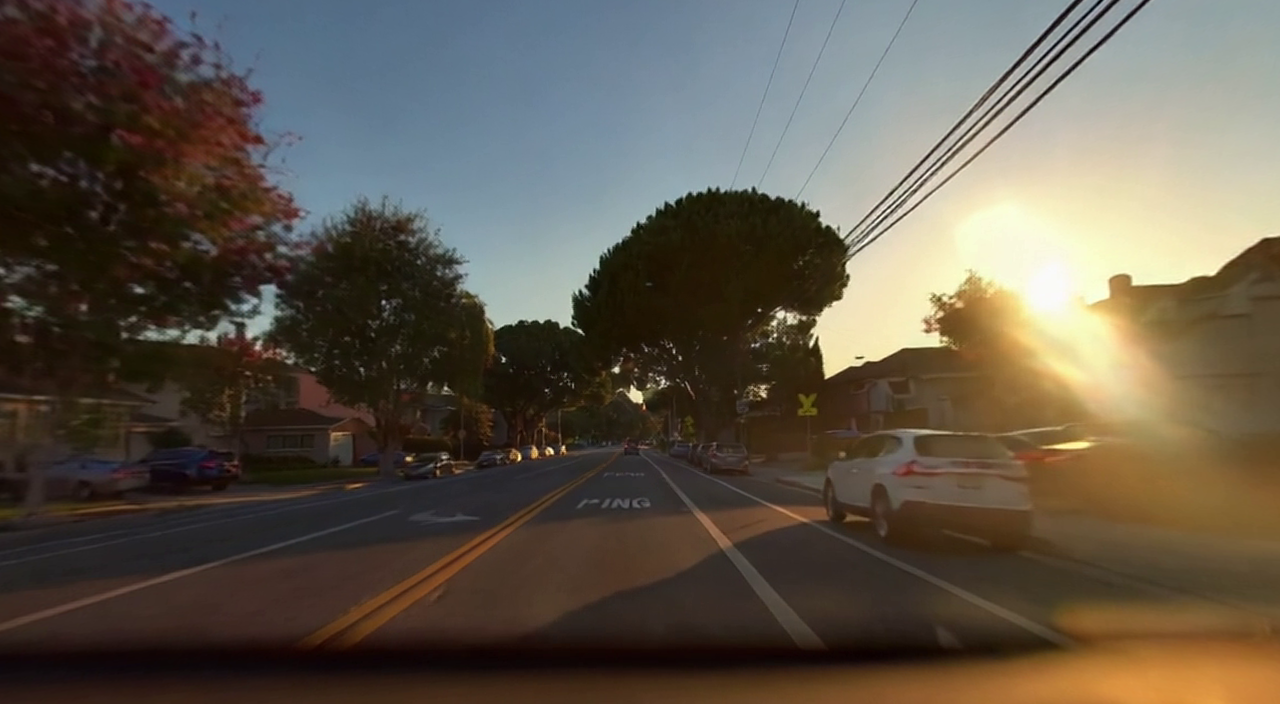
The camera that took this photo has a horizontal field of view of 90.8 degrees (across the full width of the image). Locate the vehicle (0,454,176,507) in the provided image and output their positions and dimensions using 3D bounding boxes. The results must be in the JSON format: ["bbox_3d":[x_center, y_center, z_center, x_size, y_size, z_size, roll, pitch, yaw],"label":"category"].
[{"bbox_3d":[-17.935,3.992,19.798,5.211,1.482,1.948,0,-9,0],"label":"vehicle"}]

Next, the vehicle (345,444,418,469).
[{"bbox_3d":[-18.162,7.345,44.481,4.310,1.705,1.905,-1,-9,3],"label":"vehicle"}]

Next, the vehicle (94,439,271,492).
[{"bbox_3d":[-17.792,4.387,24.675,5.764,1.898,2.201,-2,-9,12],"label":"vehicle"}]

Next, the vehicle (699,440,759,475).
[{"bbox_3d":[4.142,5.018,30.257,1.920,1.541,4.709,0,-9,-4],"label":"vehicle"}]

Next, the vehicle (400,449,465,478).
[{"bbox_3d":[-11.745,6.318,36.147,2.079,1.509,4.591,-1,-9,1],"label":"vehicle"}]

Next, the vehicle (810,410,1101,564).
[{"bbox_3d":[4.267,1.900,9.609,2.027,1.751,4.433,0,-9,-1],"label":"vehicle"}]
